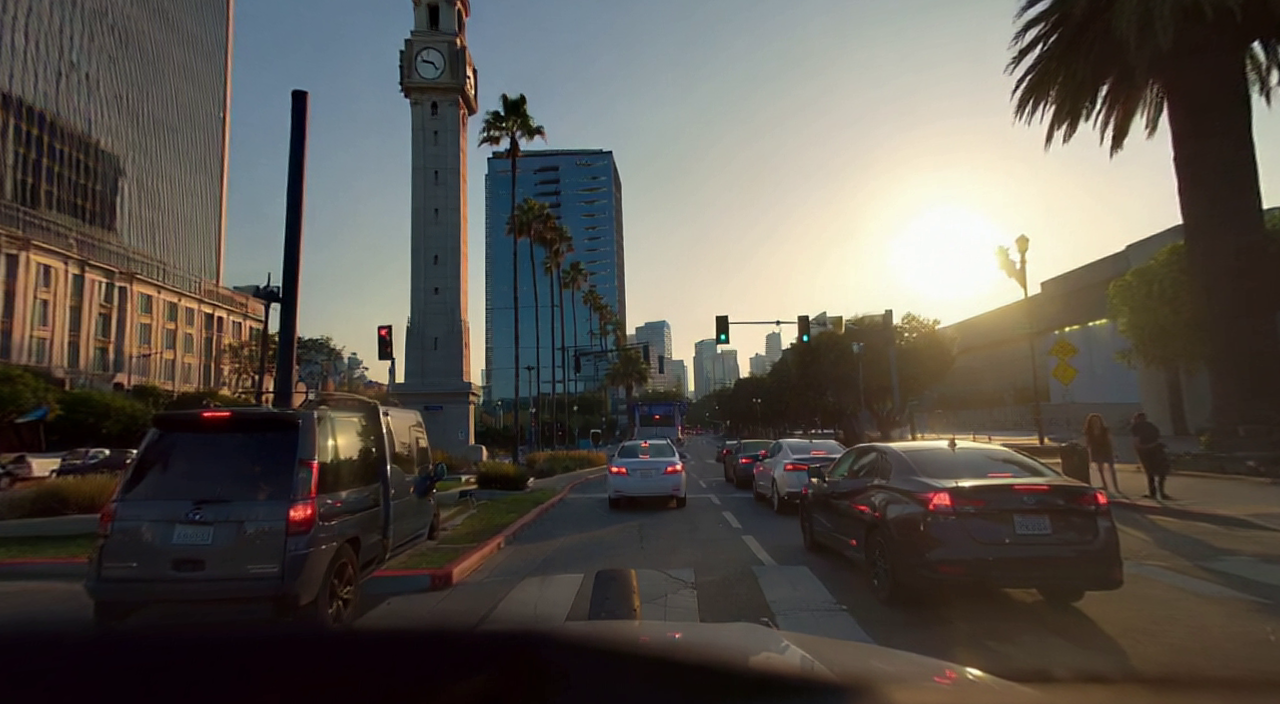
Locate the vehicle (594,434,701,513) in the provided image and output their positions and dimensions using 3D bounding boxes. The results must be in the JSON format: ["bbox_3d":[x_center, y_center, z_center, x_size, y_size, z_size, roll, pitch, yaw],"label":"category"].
[{"bbox_3d":[0.182,2.624,14.021,2.048,1.503,3.681,0,-9,1],"label":"vehicle"}]

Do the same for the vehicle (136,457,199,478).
[{"bbox_3d":[-36.828,8.995,49.212,1.700,1.527,4.445,1,-9,-4],"label":"vehicle"}]

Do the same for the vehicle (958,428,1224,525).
[{"bbox_3d":[8.178,2.280,12.055,1.859,1.508,4.259,0,-9,-1],"label":"vehicle"}]

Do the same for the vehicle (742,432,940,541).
[{"bbox_3d":[3.101,2.165,10.835,1.913,1.469,4.425,0,-9,-1],"label":"vehicle"}]

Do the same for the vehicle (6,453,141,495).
[{"bbox_3d":[-26.696,5.718,29.952,2.105,1.793,4.812,0,-9,-3],"label":"vehicle"}]

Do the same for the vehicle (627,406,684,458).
[{"bbox_3d":[0.840,3.755,29.173,2.230,2.158,5.498,-1,-9,5],"label":"vehicle"}]
